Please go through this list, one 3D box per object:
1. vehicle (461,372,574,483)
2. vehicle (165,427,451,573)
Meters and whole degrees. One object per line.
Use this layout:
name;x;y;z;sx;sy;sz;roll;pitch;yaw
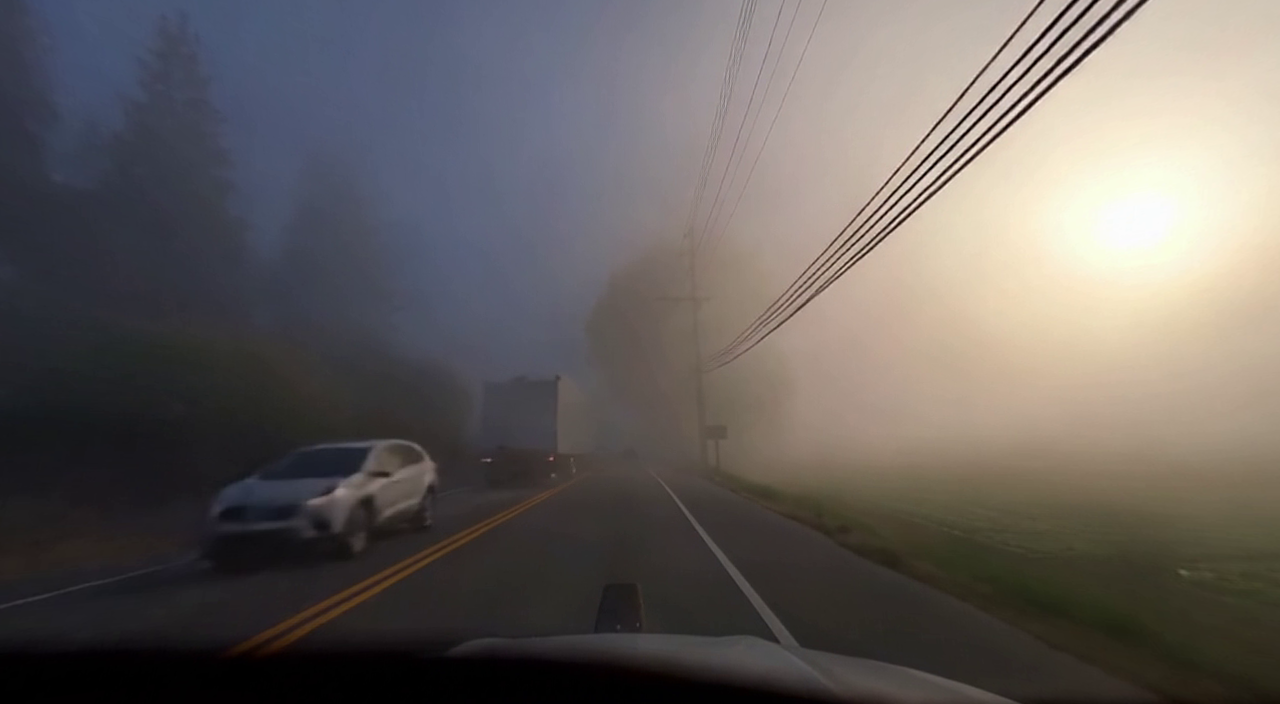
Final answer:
vehicle;-4.810;3.293;26.365;3.544;4.103;5.897;0;-10;-1
vehicle;-4.685;2.089;9.910;2.100;1.664;4.451;-2;-8;0
